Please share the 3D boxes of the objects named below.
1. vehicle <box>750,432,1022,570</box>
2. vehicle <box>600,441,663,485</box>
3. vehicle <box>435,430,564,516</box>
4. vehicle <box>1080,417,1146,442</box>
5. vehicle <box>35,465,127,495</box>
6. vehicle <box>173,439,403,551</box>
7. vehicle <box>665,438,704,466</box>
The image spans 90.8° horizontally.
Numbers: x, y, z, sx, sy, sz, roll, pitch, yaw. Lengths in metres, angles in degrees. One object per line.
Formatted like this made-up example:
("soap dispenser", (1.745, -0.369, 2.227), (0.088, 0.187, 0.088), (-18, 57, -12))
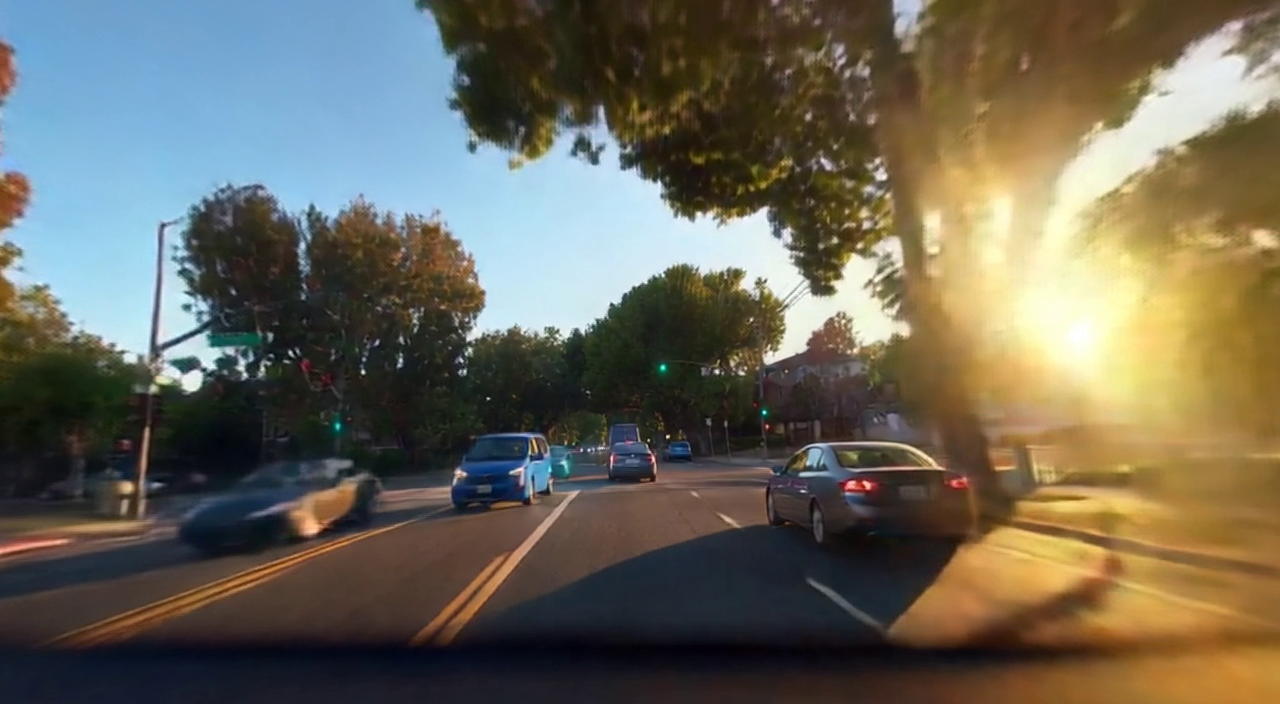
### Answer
("vehicle", (3.015, 1.916, 8.988), (1.973, 1.447, 4.402), (0, -8, -2))
("vehicle", (-0.363, 4.058, 23.477), (2.114, 1.483, 4.207), (0, -8, -2))
("vehicle", (-3.202, 2.881, 15.747), (2.083, 1.741, 5.530), (0, -8, -1))
("vehicle", (33.493, 5.526, 44.867), (1.891, 1.644, 3.671), (-1, -8, 1))
("vehicle", (-37.640, 8.590, 42.730), (1.876, 1.763, 4.515), (-1, -9, 4))
("vehicle", (-6.107, 2.475, 11.662), (2.051, 1.663, 4.031), (0, -8, -3))
("vehicle", (3.129, 7.168, 45.404), (2.187, 1.847, 4.553), (0, -8, -3))
